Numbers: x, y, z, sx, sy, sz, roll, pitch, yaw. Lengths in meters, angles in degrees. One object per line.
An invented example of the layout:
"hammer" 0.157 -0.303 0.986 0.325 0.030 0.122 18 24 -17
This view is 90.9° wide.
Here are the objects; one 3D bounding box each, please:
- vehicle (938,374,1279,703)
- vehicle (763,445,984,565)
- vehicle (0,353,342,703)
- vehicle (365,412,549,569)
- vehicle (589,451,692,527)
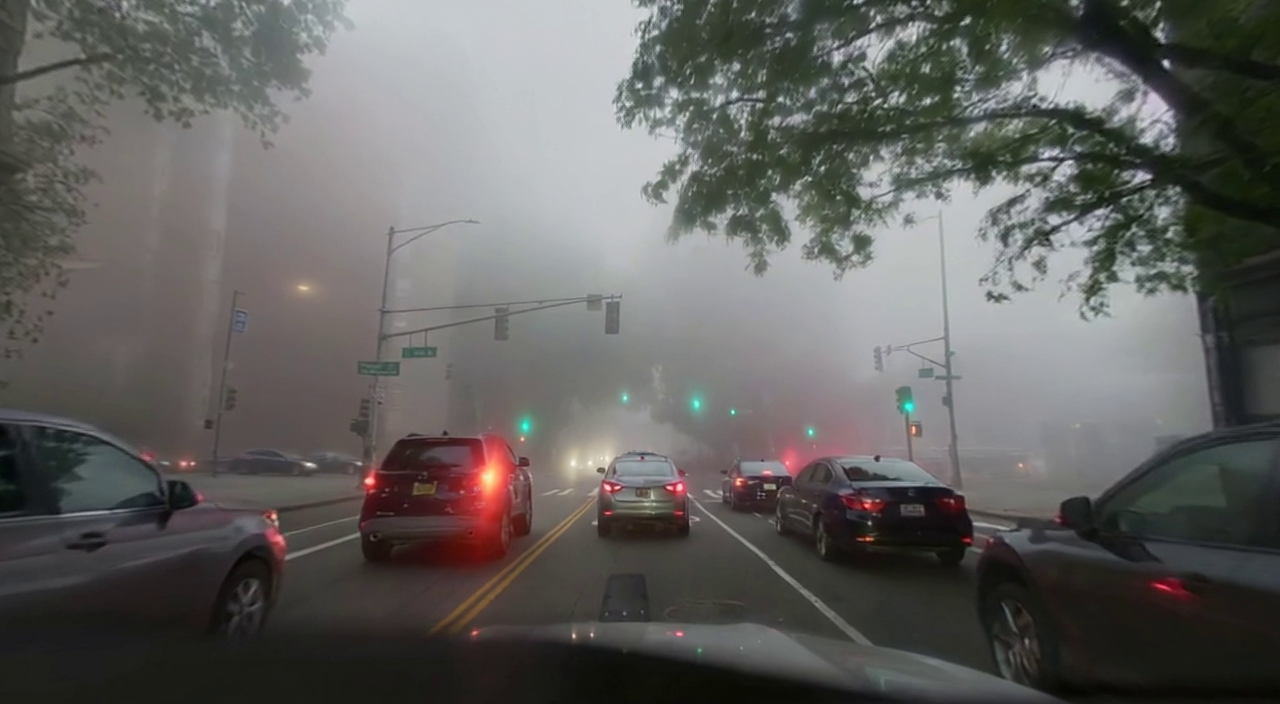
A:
"vehicle" 3.296 0.948 2.487 2.179 1.631 4.173 0 -9 0
"vehicle" 3.501 2.349 10.560 1.973 1.537 4.533 0 -9 0
"vehicle" -3.391 0.969 2.837 2.046 1.744 4.407 0 -9 -2
"vehicle" -2.675 2.093 10.191 1.683 2.039 3.703 0 -9 3
"vehicle" 0.010 2.996 14.360 2.031 1.461 3.763 0 -9 0
